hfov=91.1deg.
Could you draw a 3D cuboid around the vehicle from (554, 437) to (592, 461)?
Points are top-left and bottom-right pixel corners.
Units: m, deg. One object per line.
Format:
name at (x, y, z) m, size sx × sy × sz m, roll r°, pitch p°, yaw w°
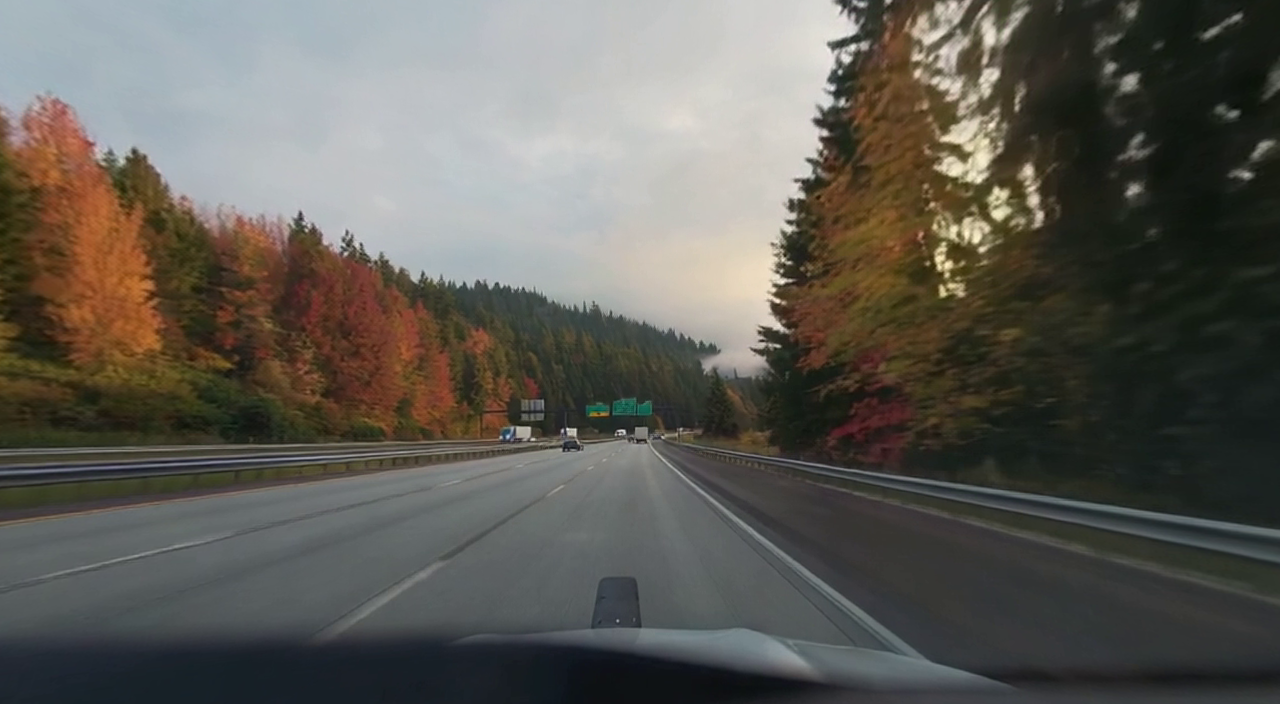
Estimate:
vehicle at (-4.415, 6.428, 42.039) m, size 2.004 × 1.497 × 4.260 m, roll 0°, pitch -8°, yaw 1°
